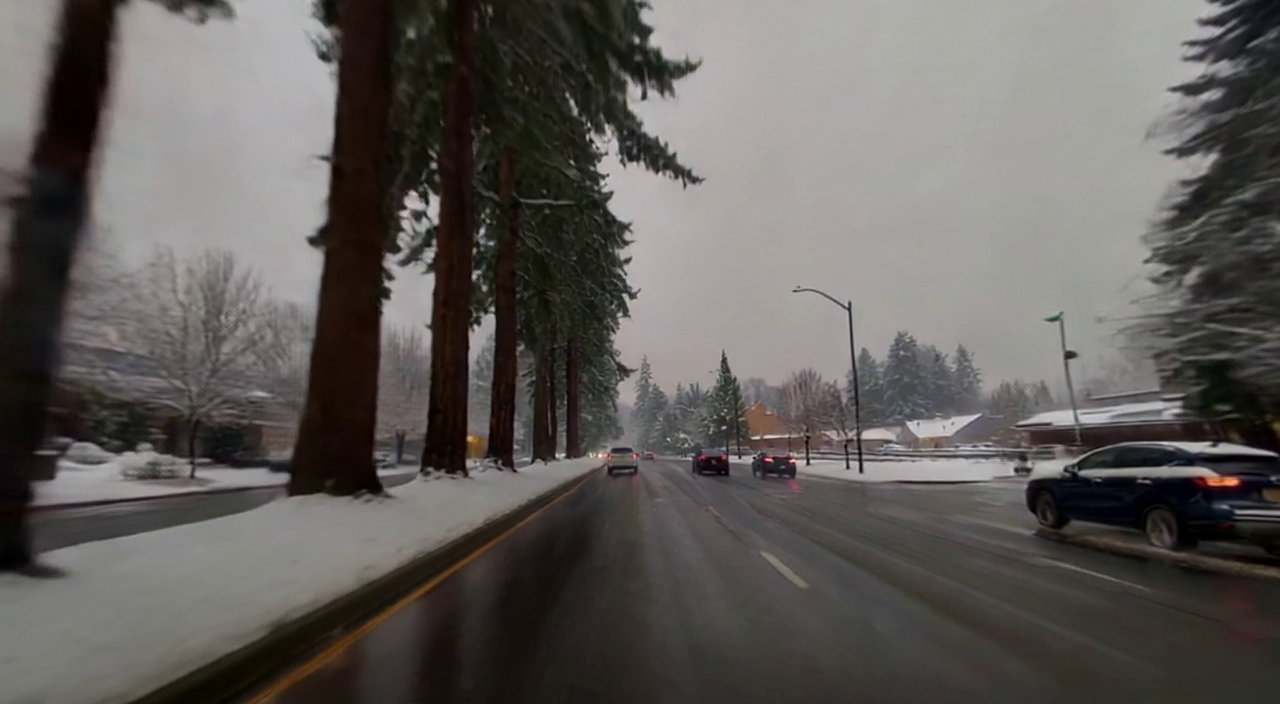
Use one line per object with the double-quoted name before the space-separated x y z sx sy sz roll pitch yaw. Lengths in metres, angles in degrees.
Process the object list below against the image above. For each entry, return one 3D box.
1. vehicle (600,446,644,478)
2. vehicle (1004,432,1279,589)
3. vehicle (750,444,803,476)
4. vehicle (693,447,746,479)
"vehicle" -0.865 5.498 31.773 2.077 1.477 3.897 0 -8 -1
"vehicle" 7.125 1.855 8.263 1.888 1.508 4.646 0 -8 -1
"vehicle" 7.671 6.115 36.000 1.945 1.687 4.292 0 -8 -1
"vehicle" 3.799 5.380 30.894 2.020 1.472 3.958 0 -8 0
